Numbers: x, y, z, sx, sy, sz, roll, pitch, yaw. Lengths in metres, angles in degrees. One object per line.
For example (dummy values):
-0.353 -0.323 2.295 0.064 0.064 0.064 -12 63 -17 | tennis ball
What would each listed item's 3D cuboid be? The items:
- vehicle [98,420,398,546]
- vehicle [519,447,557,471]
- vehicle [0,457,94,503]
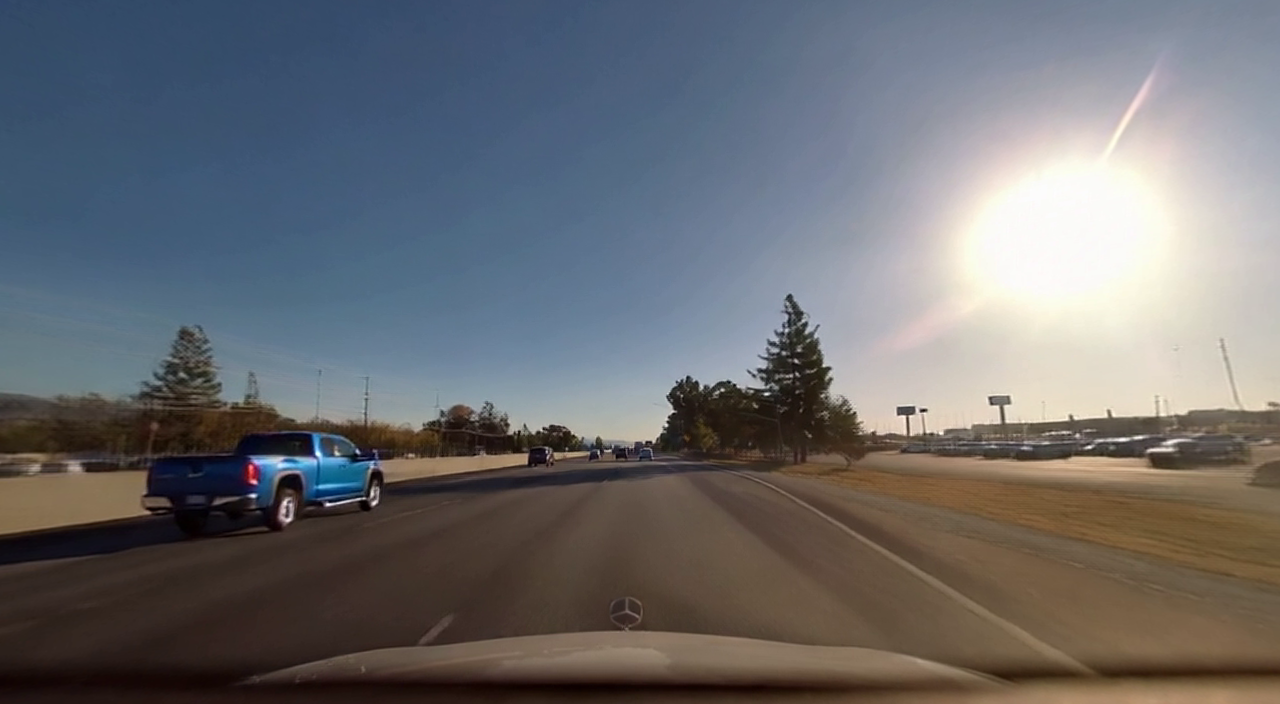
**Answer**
-7.139 2.442 12.668 2.156 1.911 5.956 0 -8 1 | vehicle
-7.391 7.783 46.111 2.021 1.699 4.324 0 -8 1 | vehicle
-25.236 5.181 25.841 1.961 1.629 4.138 0 -8 0 | vehicle
